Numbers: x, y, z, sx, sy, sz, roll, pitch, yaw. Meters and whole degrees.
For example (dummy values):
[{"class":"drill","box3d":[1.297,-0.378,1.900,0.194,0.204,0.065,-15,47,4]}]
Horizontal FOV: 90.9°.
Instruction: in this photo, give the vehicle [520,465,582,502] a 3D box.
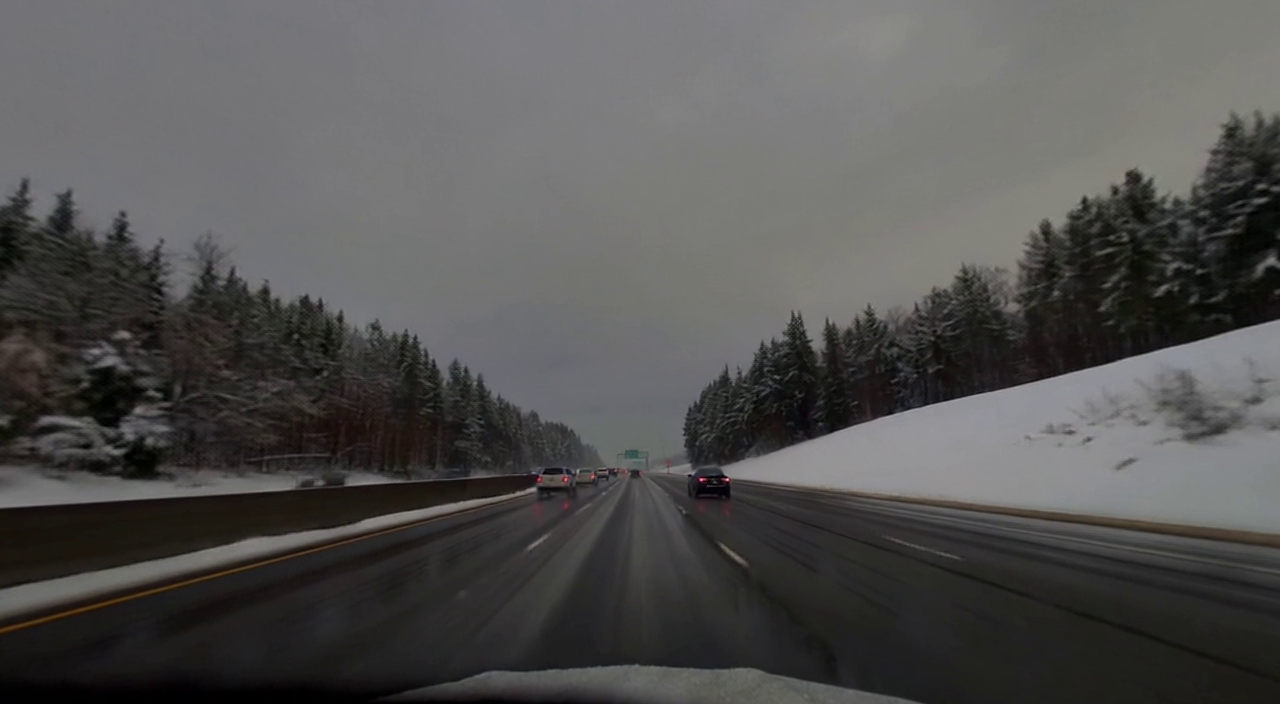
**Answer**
[{"class":"vehicle","box3d":[-3.896,5.872,28.434,2.004,1.468,4.812,0,-10,0]}]

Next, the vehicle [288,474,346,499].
[{"class":"vehicle","box3d":[-20.615,8.609,40.386,1.698,1.451,3.764,0,-10,0]}]

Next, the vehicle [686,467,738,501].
[{"class":"vehicle","box3d":[3.427,6.419,30.833,1.981,1.516,4.109,1,-10,-1]}]

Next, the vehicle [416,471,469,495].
[{"class":"vehicle","box3d":[-12.760,8.494,41.051,1.913,1.435,4.527,0,-10,1]}]
